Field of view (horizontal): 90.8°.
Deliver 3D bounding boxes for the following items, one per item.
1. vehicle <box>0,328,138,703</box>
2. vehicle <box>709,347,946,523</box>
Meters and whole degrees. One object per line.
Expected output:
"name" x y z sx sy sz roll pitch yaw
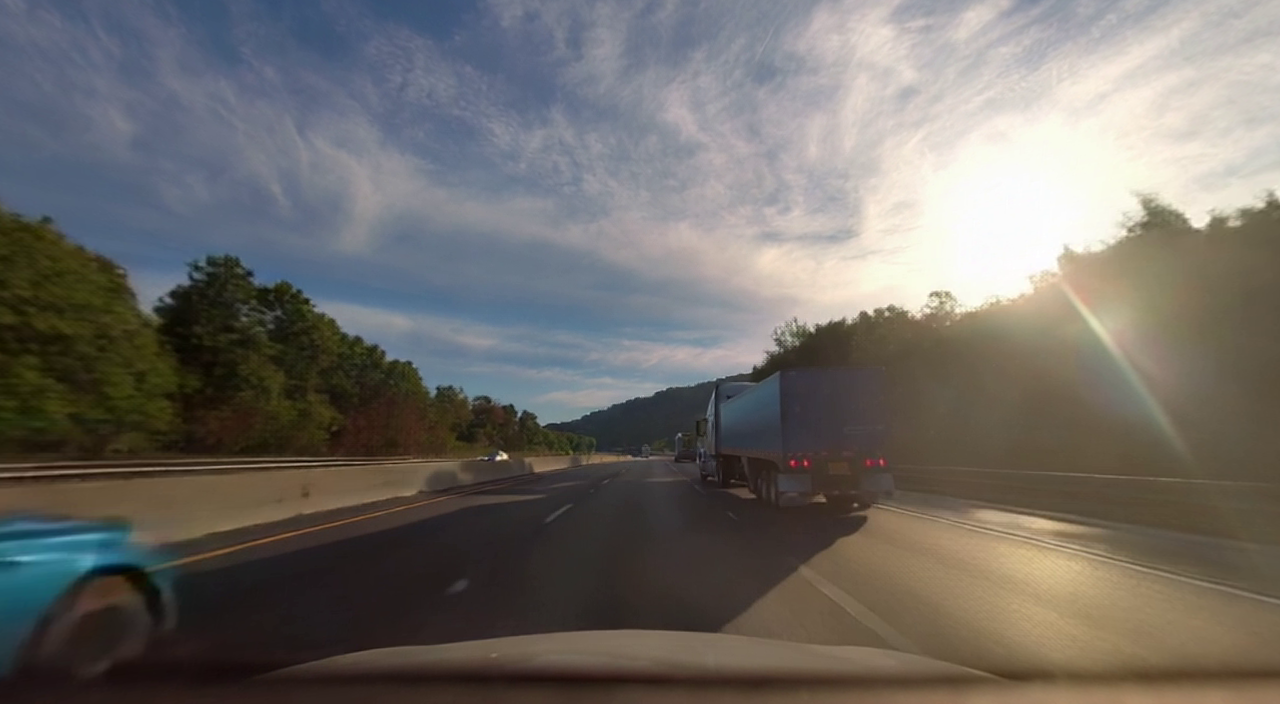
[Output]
"vehicle" -3.430 0.504 0.565 2.297 1.683 4.385 0 -9 0
"vehicle" 4.386 2.682 19.268 2.868 3.427 14.032 0 -9 0
